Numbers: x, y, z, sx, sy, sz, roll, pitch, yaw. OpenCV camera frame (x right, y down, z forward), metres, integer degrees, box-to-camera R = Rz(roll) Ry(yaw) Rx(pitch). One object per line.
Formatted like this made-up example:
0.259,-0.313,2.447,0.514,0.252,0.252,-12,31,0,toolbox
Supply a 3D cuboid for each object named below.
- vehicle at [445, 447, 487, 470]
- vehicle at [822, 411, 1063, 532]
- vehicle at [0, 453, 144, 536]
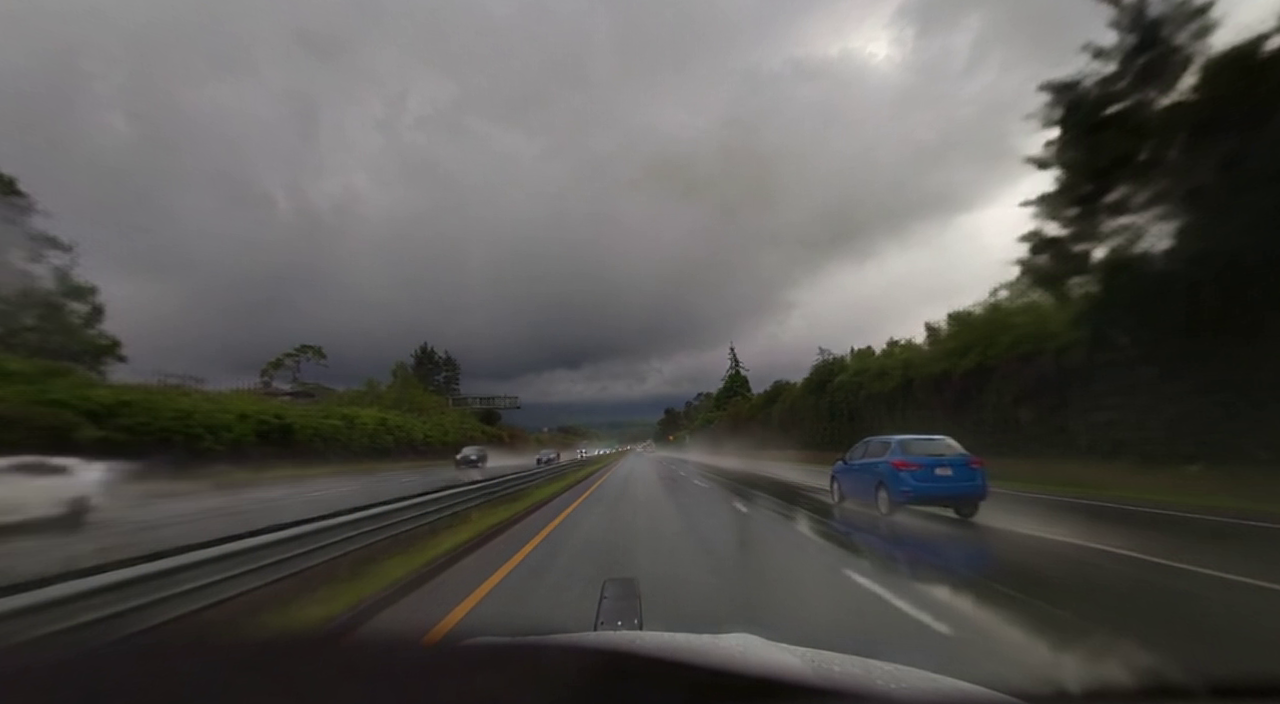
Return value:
-13.263,8.113,48.261,2.024,1.663,4.158,0,-9,0,vehicle
5.200,2.134,11.760,2.117,1.783,4.627,0,-9,-1,vehicle
-12.736,2.798,12.596,1.944,1.474,4.503,0,-9,-1,vehicle
